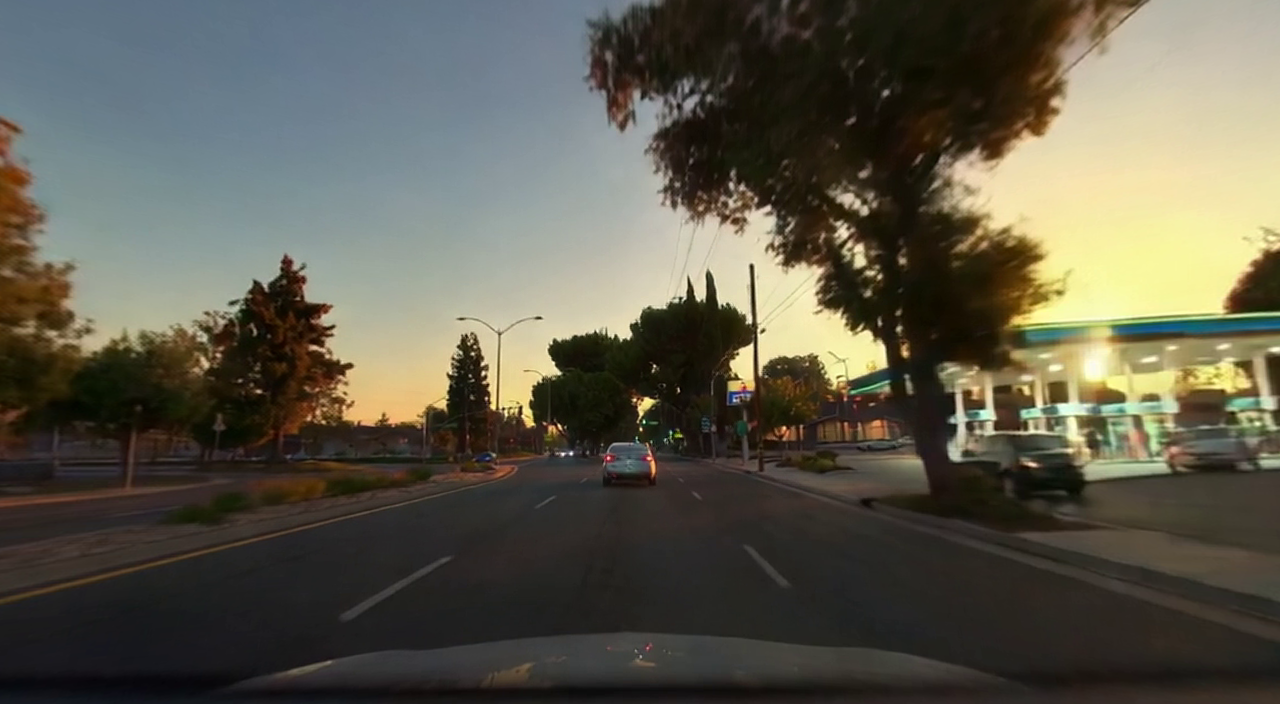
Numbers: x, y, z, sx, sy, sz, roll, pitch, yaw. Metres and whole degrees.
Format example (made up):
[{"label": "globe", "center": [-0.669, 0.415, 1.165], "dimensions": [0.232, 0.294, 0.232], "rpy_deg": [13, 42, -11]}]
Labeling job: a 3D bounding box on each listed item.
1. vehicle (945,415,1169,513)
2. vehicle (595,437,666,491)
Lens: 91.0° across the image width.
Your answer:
[{"label": "vehicle", "center": [9.271, 2.529, 14.662], "dimensions": [2.083, 1.882, 4.674], "rpy_deg": [0, -9, 2]}, {"label": "vehicle", "center": [-0.266, 3.579, 20.448], "dimensions": [2.062, 1.519, 4.214], "rpy_deg": [0, -9, 0]}]
